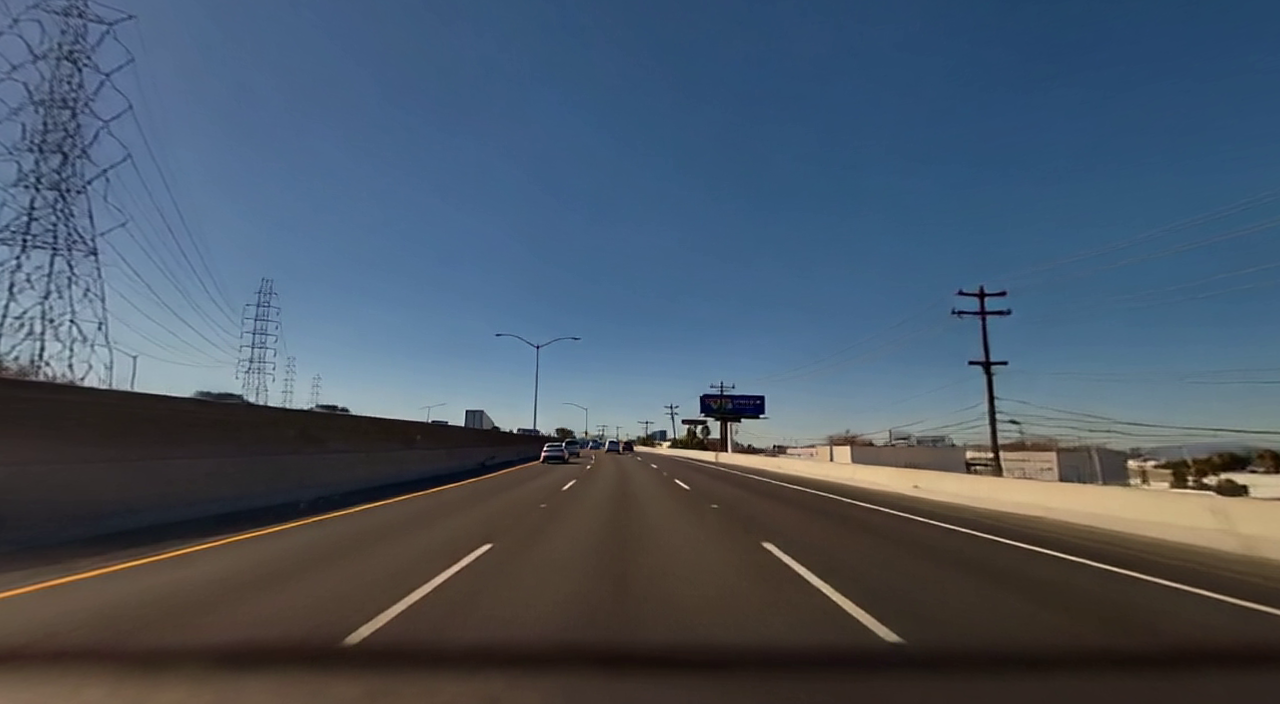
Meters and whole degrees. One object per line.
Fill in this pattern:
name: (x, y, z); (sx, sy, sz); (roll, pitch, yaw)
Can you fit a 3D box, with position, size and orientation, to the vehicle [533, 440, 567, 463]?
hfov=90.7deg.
vehicle: (-6.113, 6.792, 43.391); (1.921, 1.420, 4.078); (0, -8, -3)
